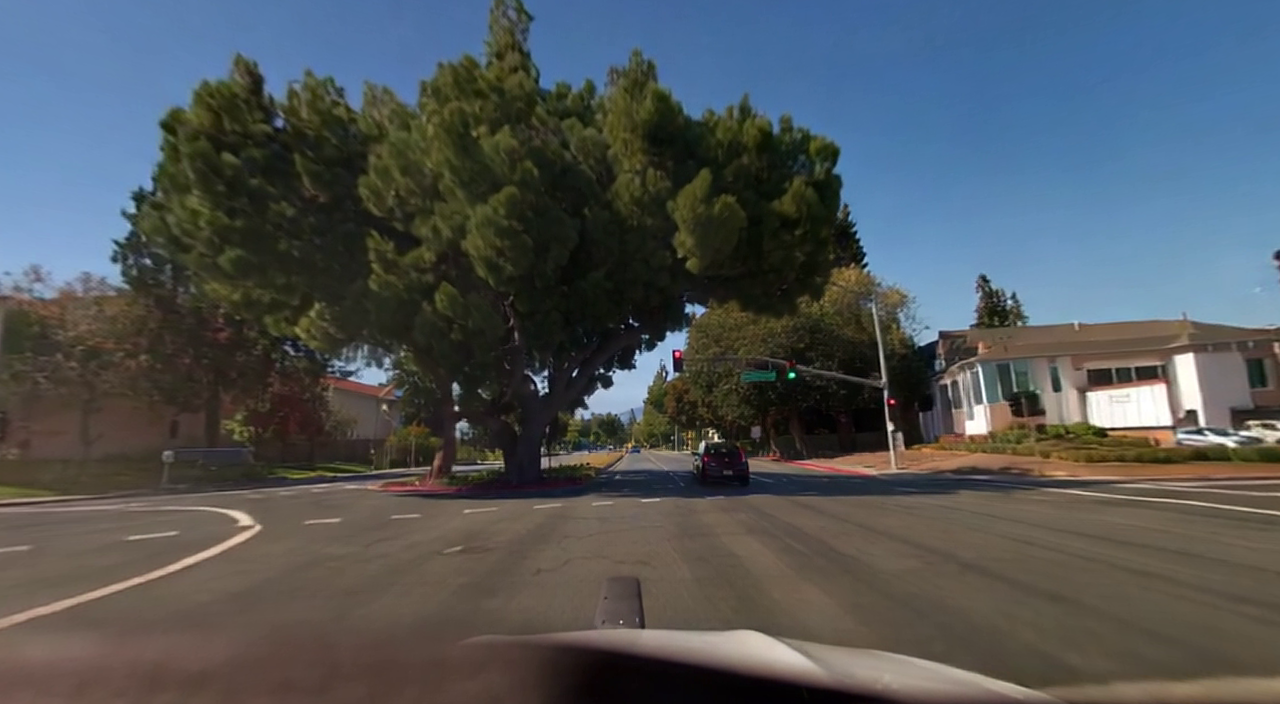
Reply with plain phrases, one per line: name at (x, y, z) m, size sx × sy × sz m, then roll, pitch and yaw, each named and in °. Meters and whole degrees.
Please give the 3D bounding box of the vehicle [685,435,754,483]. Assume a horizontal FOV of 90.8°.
vehicle at (3.192, 4.404, 26.285) m, size 2.095 × 1.759 × 4.862 m, roll 0°, pitch -9°, yaw -2°
